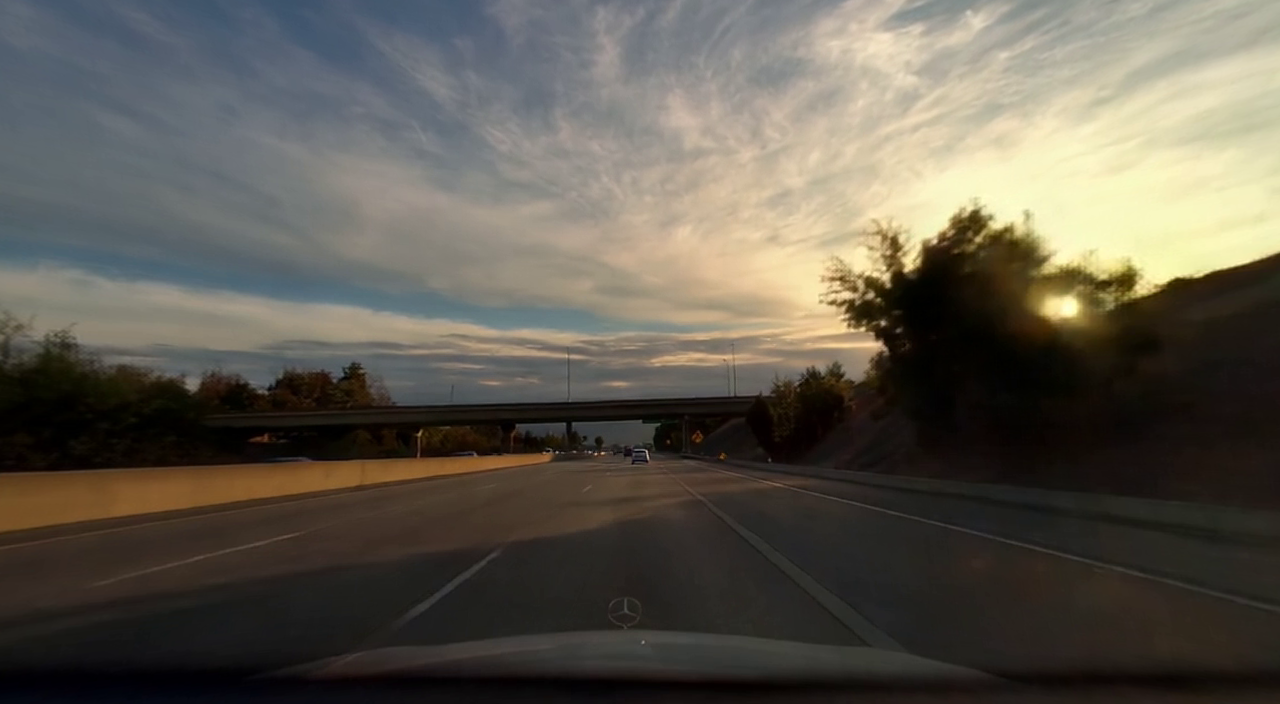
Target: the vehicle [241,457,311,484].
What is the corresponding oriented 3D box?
[{"bbox_3d":[-23.238,7.580,40.424,1.782,1.561,4.513,0,-9,0],"label":"vehicle"}]
